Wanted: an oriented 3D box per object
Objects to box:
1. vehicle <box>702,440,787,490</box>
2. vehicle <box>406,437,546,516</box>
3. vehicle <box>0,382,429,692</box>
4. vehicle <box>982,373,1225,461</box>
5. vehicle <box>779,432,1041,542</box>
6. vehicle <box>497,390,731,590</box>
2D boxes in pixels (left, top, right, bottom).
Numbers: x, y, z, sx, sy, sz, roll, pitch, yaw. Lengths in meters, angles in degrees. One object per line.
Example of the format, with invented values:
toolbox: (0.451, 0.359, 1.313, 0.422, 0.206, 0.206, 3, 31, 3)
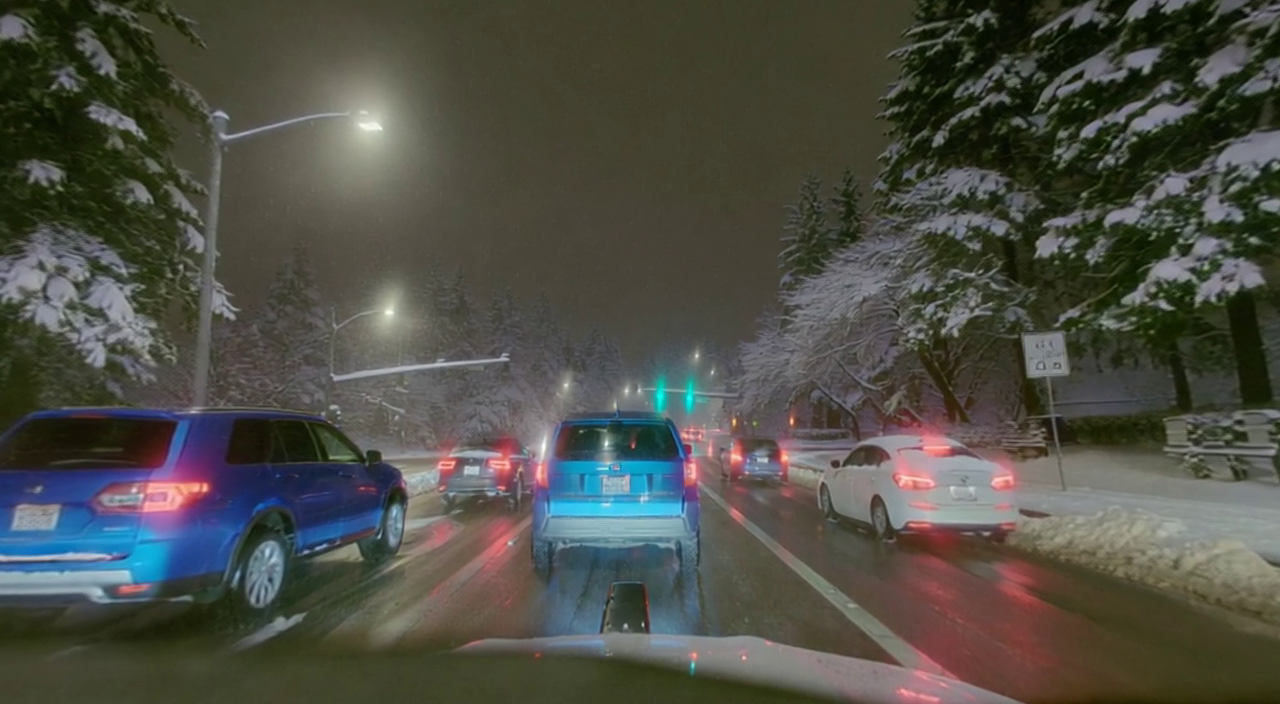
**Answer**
vehicle: (3.287, 3.650, 20.734, 1.996, 1.443, 4.270, 0, -8, -1)
vehicle: (-3.455, 2.688, 14.182, 1.897, 1.479, 4.204, 0, -8, 2)
vehicle: (-3.705, 1.338, 5.706, 2.039, 1.709, 4.265, 0, -8, 1)
vehicle: (17.875, 2.565, 24.670, 7.314, 3.230, 2.680, 0, -8, -2)
vehicle: (4.283, 2.195, 11.067, 2.036, 1.480, 4.659, 1, -9, -8)
vehicle: (-0.223, 1.594, 8.087, 2.132, 1.816, 4.471, 0, -8, 1)
